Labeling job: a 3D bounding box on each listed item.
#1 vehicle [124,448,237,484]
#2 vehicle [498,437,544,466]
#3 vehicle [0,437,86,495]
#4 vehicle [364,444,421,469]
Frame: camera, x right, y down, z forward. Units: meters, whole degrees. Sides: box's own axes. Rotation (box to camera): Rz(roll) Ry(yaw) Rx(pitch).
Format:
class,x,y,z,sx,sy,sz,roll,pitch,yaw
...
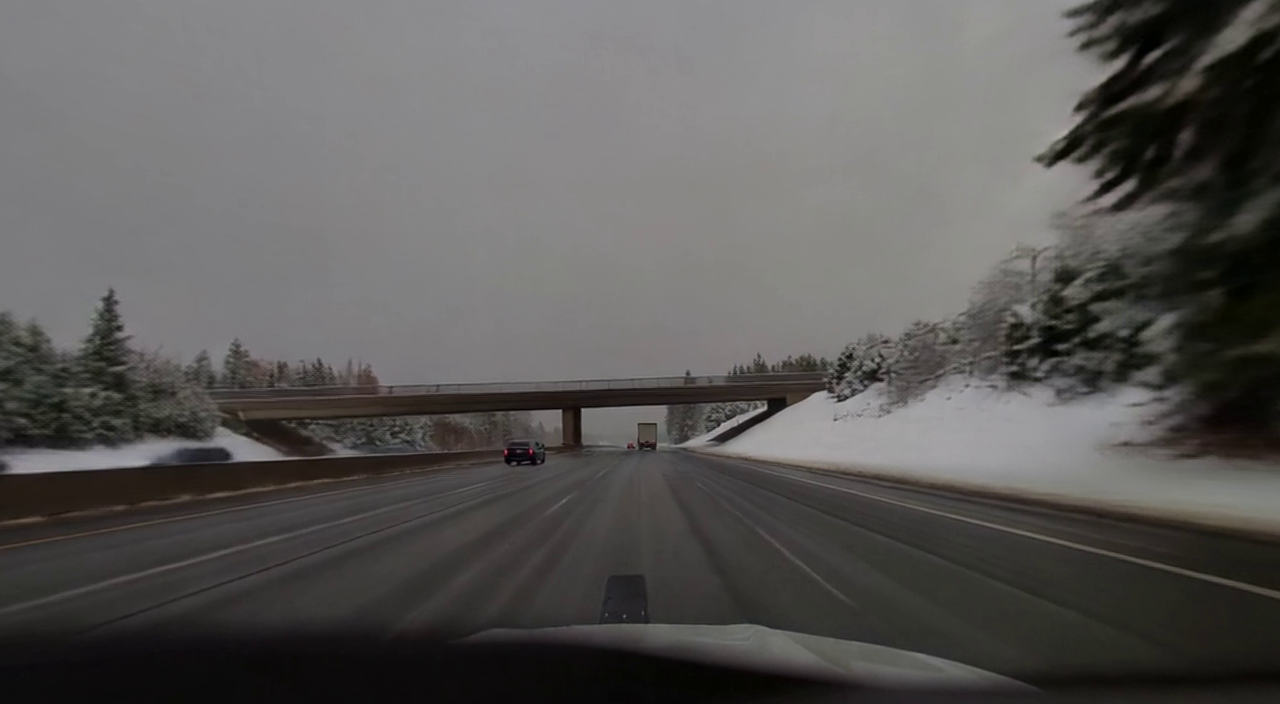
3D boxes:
class,x,y,z,sx,sy,sz,roll,pitch,yaw
vehicle,-23.742,5.879,32.903,2.050,1.656,5.131,0,-8,-1
vehicle,-7.255,6.114,38.879,1.981,1.685,4.171,0,-8,1
vehicle,-27.828,4.985,28.021,2.482,2.376,4.101,0,-8,1
vehicle,-16.276,6.841,41.680,1.892,1.523,4.514,0,-8,1
